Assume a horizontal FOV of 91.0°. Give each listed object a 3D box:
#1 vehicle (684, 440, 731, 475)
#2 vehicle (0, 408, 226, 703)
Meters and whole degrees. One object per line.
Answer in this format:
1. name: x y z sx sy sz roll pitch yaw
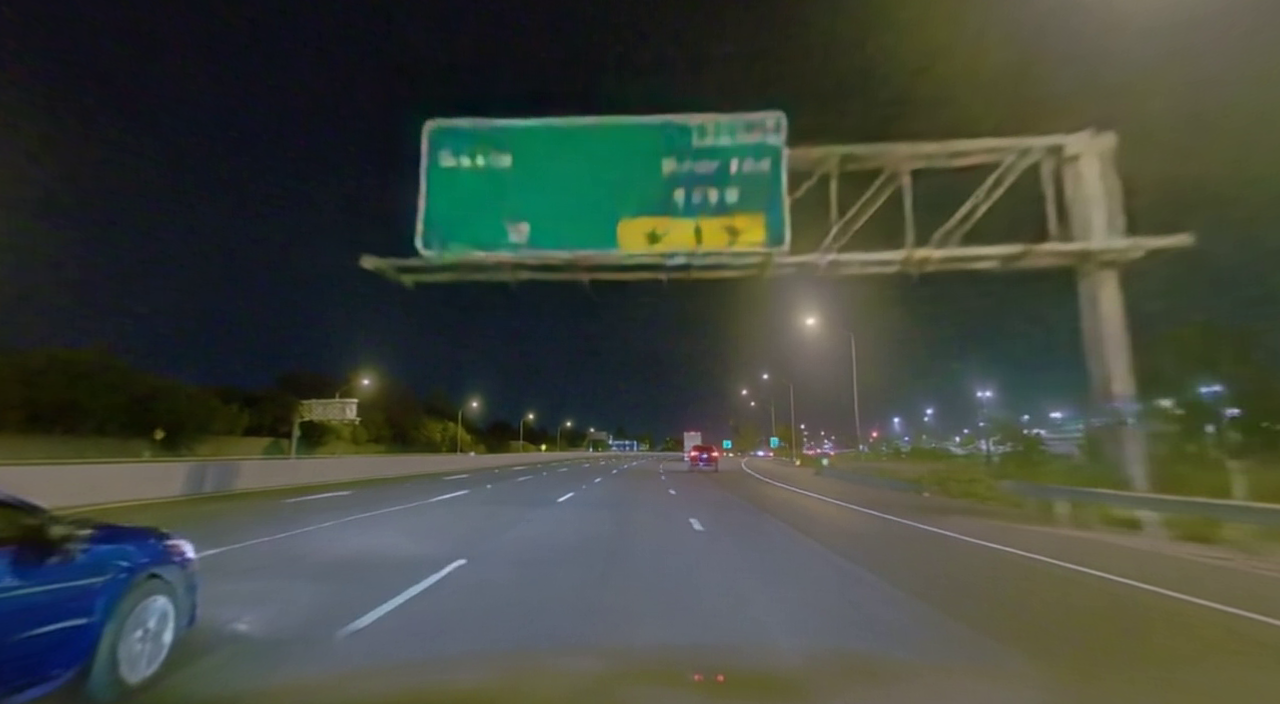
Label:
1. vehicle: 3.772 5.985 35.794 2.225 1.833 4.340 0 -9 1
2. vehicle: -3.505 0.840 1.567 1.937 1.490 4.372 0 -9 0
